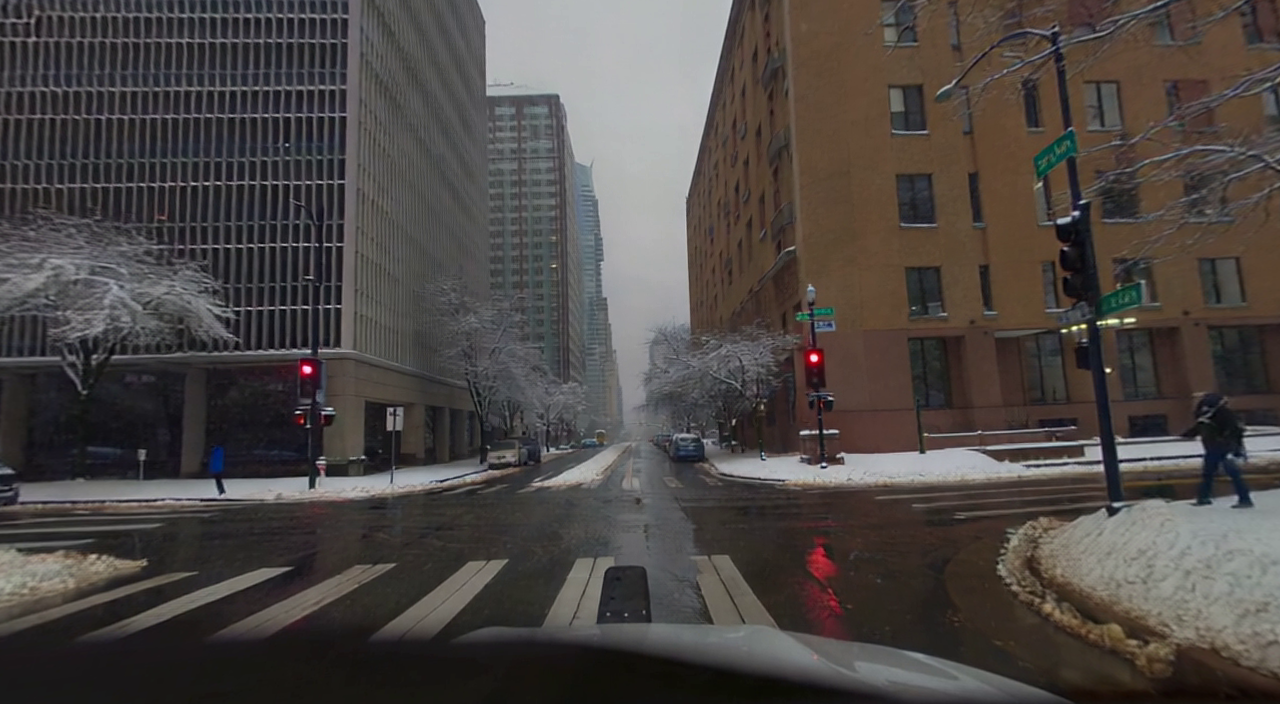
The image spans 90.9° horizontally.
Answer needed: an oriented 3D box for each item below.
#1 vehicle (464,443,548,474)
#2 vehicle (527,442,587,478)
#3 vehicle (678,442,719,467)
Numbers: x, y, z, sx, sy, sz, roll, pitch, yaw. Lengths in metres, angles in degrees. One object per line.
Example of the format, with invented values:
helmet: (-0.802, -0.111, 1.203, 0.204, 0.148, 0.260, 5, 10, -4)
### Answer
vehicle: (-8.023, 6.358, 38.019, 1.963, 1.726, 4.526, -8, -12, 44)
vehicle: (-3.669, 4.844, 28.638, 1.989, 1.481, 4.500, 0, -8, 1)
vehicle: (3.546, 6.276, 38.864, 1.853, 1.426, 4.160, 1, -8, -3)
